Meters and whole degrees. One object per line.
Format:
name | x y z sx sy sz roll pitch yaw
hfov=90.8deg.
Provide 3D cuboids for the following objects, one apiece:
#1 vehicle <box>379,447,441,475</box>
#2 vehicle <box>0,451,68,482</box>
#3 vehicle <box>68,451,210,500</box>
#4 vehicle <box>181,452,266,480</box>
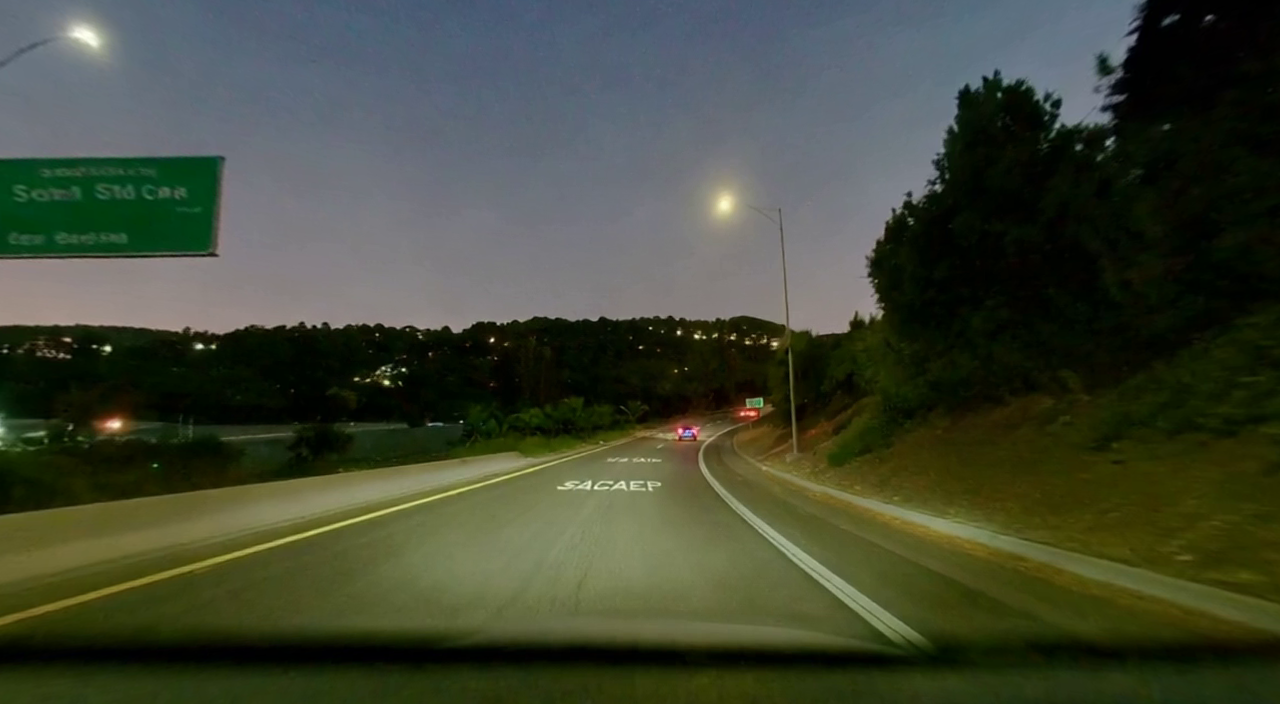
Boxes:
vehicle | -15.043 7.142 41.654 2.227 1.760 4.507 -1 -9 2
vehicle | -31.713 5.702 31.654 1.783 1.482 4.460 0 -9 1
vehicle | -19.577 4.801 24.993 1.956 1.716 4.330 0 -9 2
vehicle | -23.686 6.486 36.134 1.862 1.465 4.157 -1 -9 3
